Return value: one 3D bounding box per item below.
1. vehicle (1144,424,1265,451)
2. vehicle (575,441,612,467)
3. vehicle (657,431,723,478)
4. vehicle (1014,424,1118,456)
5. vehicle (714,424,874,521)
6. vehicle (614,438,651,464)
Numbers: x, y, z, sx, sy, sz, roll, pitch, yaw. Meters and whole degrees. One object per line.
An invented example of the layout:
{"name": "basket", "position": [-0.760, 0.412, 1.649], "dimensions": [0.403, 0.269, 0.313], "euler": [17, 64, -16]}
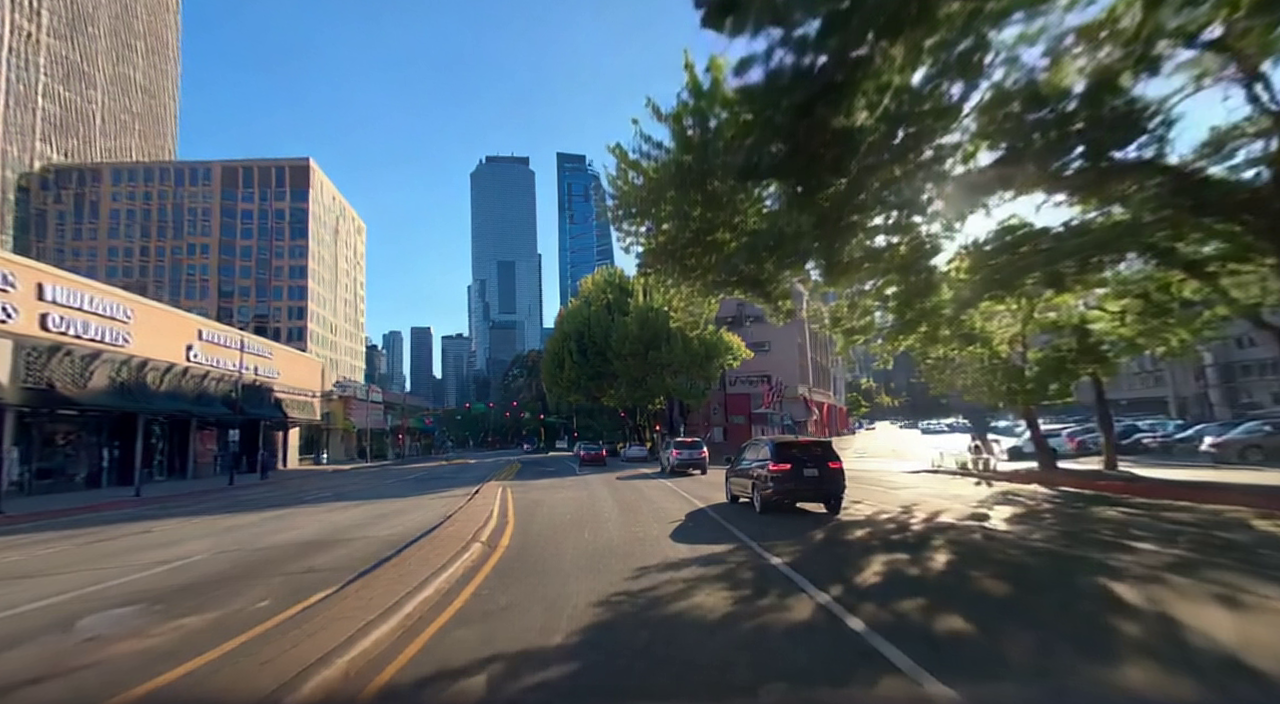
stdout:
{"name": "vehicle", "position": [33.909, 5.157, 38.055], "dimensions": [5.112, 1.486, 2.103], "euler": [-1, -8, 3]}
{"name": "vehicle", "position": [-2.988, 6.447, 40.023], "dimensions": [2.068, 1.512, 3.987], "euler": [1, -9, -7]}
{"name": "vehicle", "position": [2.030, 4.352, 26.988], "dimensions": [2.046, 1.768, 4.370], "euler": [-1, -8, -5]}
{"name": "vehicle", "position": [27.417, 5.706, 40.802], "dimensions": [5.103, 1.947, 2.207], "euler": [0, -8, -1]}
{"name": "vehicle", "position": [2.882, 2.338, 12.819], "dimensions": [1.966, 1.596, 3.980], "euler": [0, -8, -4]}
{"name": "vehicle", "position": [-0.633, 7.473, 48.033], "dimensions": [2.216, 1.750, 4.520], "euler": [0, -8, -8]}
